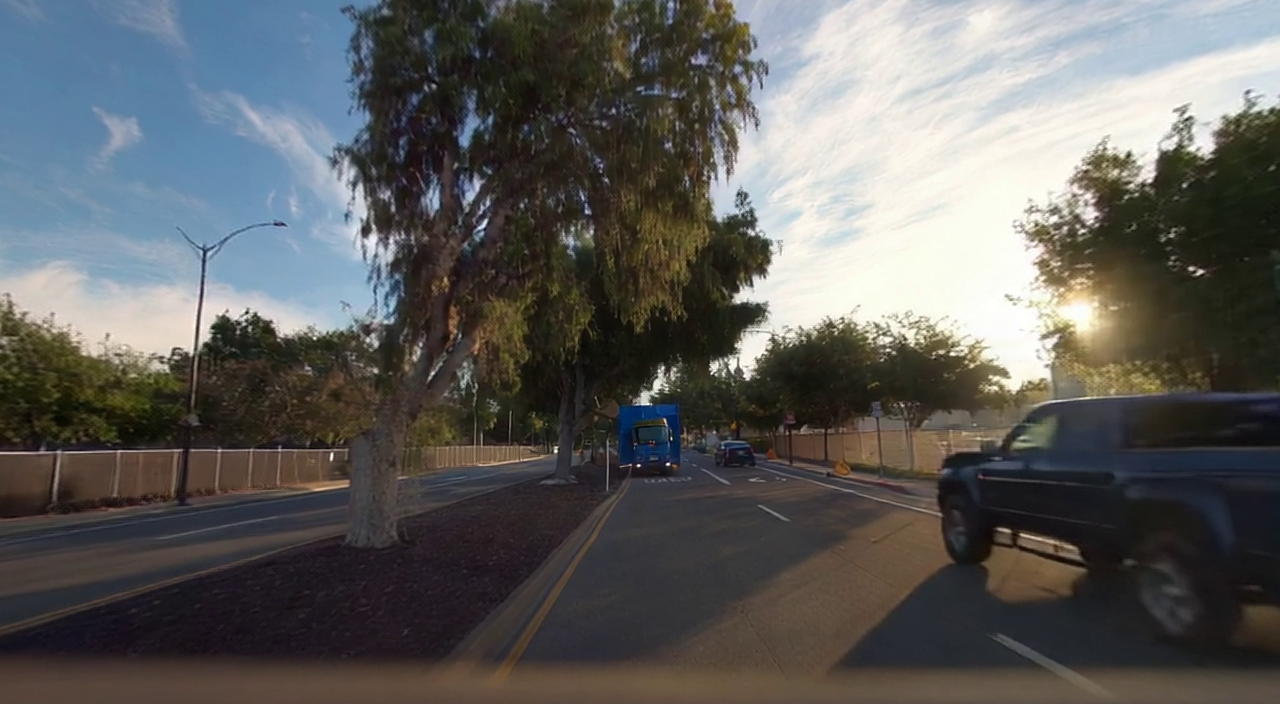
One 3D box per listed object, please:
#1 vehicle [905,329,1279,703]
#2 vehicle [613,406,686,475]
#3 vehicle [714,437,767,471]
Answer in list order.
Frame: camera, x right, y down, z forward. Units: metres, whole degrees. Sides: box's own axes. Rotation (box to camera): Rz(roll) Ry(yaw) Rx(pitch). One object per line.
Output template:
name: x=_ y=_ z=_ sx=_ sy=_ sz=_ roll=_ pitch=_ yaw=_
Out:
vehicle: x=4.239 y=1.087 z=4.682 sx=2.375 sy=1.857 sz=5.100 roll=0 pitch=-8 yaw=1
vehicle: x=0.531 y=4.376 z=31.024 sx=3.197 sy=2.963 sz=7.055 roll=0 pitch=-8 yaw=2
vehicle: x=5.324 y=5.461 z=33.944 sx=2.076 sy=1.661 sz=4.524 roll=0 pitch=-8 yaw=0
